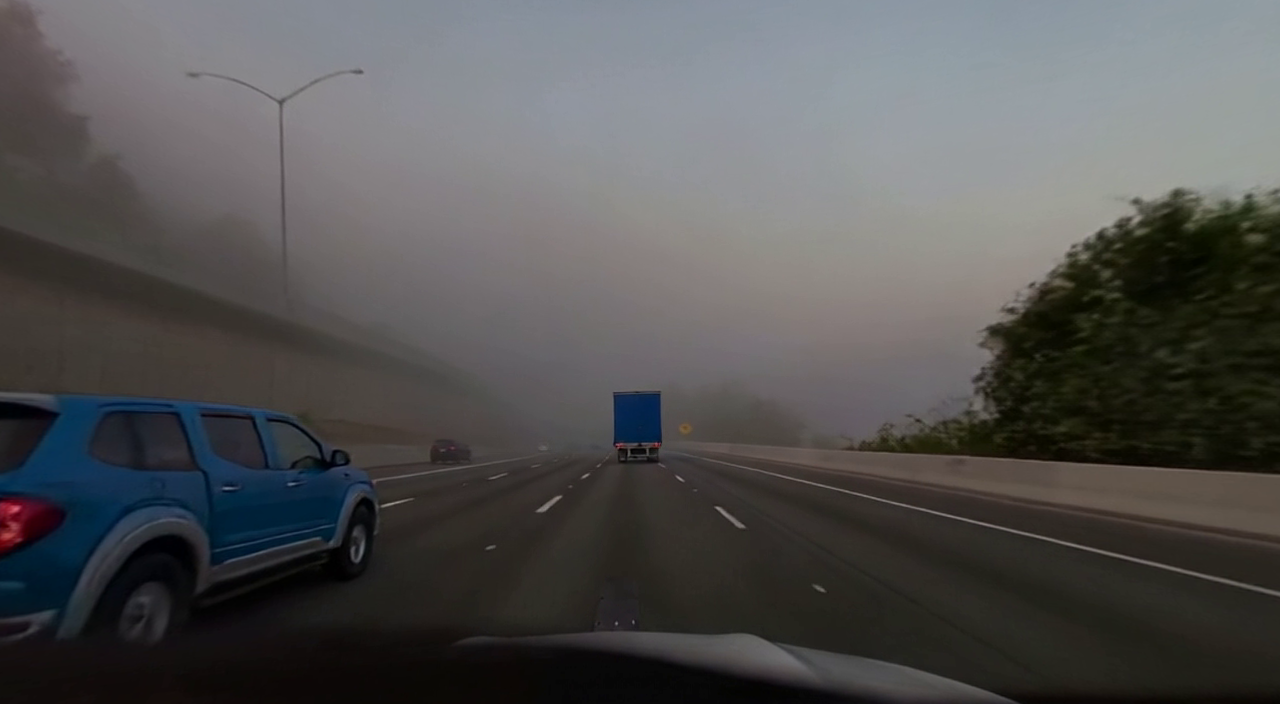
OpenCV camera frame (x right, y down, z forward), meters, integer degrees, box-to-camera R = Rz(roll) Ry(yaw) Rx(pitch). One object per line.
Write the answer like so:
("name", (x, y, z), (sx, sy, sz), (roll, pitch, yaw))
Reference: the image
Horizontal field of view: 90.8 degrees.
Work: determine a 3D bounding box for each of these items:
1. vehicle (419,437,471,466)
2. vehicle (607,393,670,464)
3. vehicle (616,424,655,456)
("vehicle", (-11.778, 6.033, 38.479), (1.919, 1.625, 4.183), (0, -8, -1))
("vehicle", (-0.377, 4.873, 38.983), (3.233, 3.678, 11.032), (0, -9, -4))
("vehicle", (-0.320, 4.984, 35.744), (2.052, 1.666, 4.358), (0, -8, -3))
